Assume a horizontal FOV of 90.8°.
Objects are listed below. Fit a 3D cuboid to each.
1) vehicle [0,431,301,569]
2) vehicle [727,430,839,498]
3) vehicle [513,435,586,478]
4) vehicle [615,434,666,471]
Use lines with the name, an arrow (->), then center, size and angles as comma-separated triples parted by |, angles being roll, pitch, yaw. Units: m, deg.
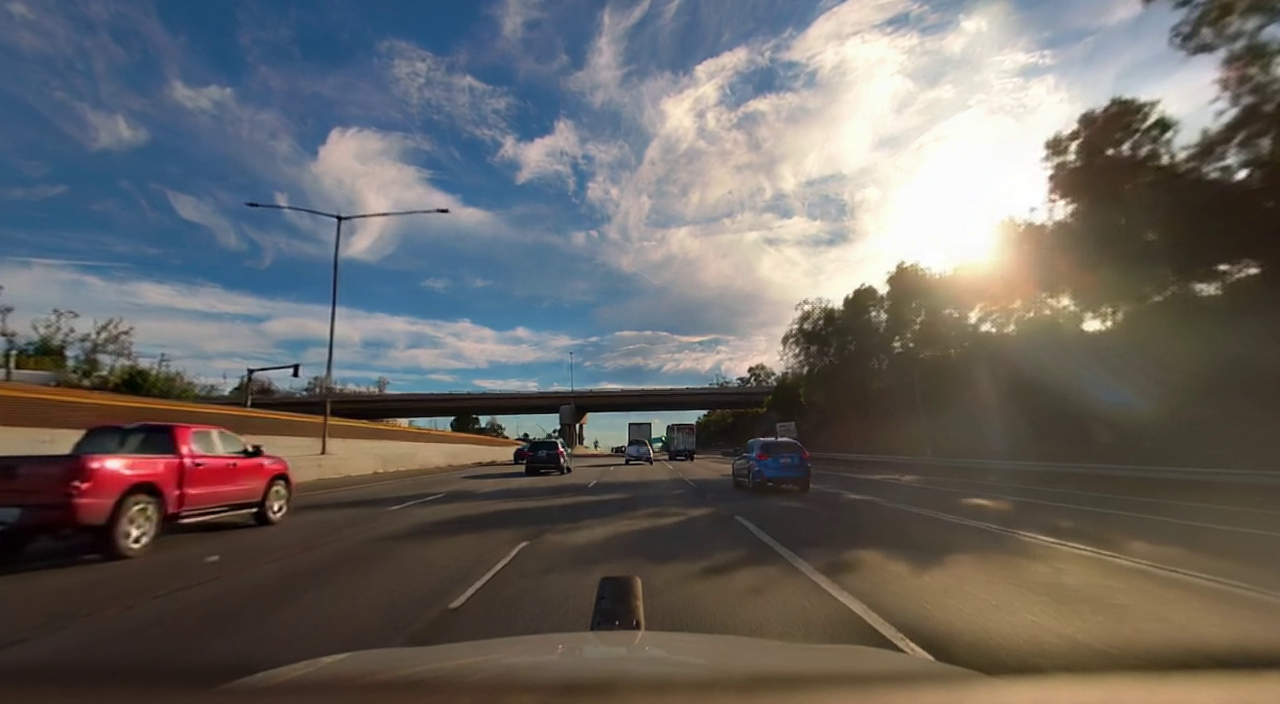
vehicle -> -7.101, 1.923, 9.062 | 1.947, 1.444, 4.595 | 0, -9, 0
vehicle -> 3.835, 3.091, 17.729 | 2.119, 1.653, 4.000 | 0, -9, -1
vehicle -> -3.861, 4.592, 27.907 | 2.535, 1.715, 5.030 | 0, -9, -1
vehicle -> 0.015, 5.453, 34.321 | 2.572, 1.837, 5.693 | 0, -9, 0
